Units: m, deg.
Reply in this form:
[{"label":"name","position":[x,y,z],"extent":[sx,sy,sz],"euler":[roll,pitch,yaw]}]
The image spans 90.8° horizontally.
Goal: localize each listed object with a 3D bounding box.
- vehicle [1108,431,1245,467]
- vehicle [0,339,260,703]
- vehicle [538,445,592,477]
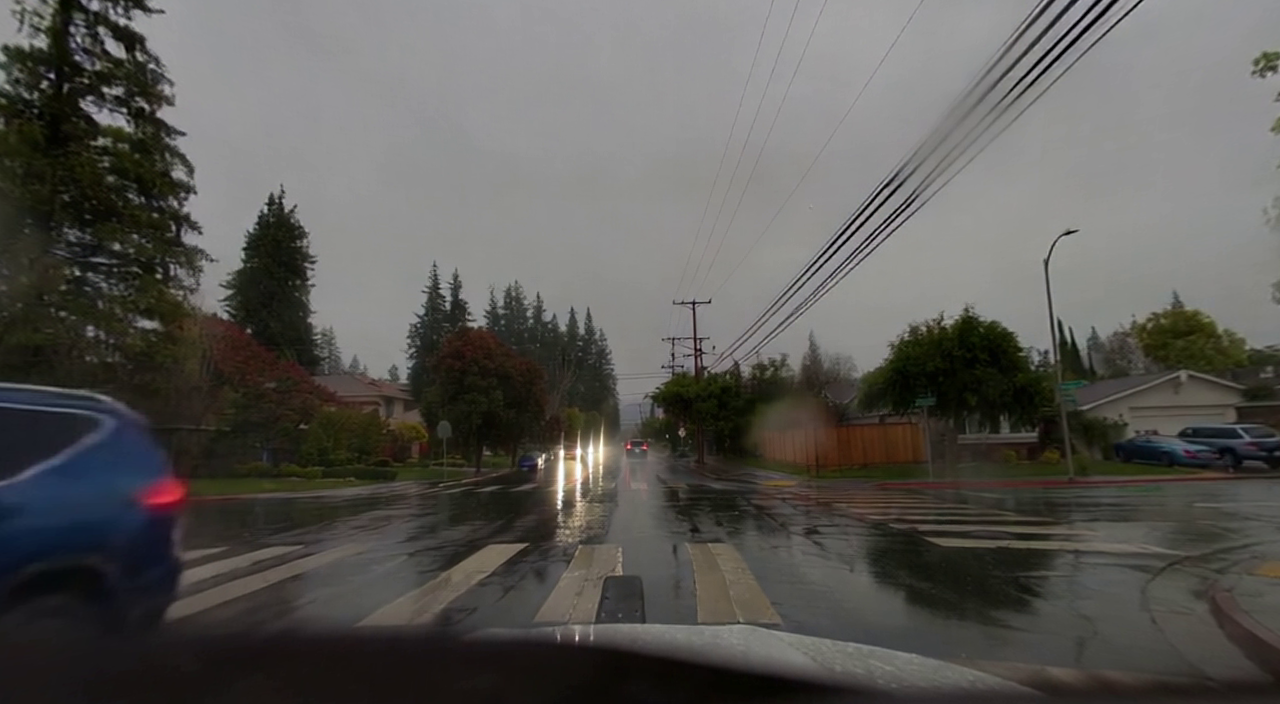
[{"label":"vehicle","position":[23.427,4.274,27.876],"extent":[1.841,1.448,4.688],"euler":[0,-8,-1]},{"label":"vehicle","position":[-3.660,0.752,1.854],"extent":[2.330,1.768,4.553],"euler":[0,-8,-2]},{"label":"vehicle","position":[-3.605,5.327,31.166],"extent":[2.102,1.463,4.024],"euler":[0,-9,1]}]
